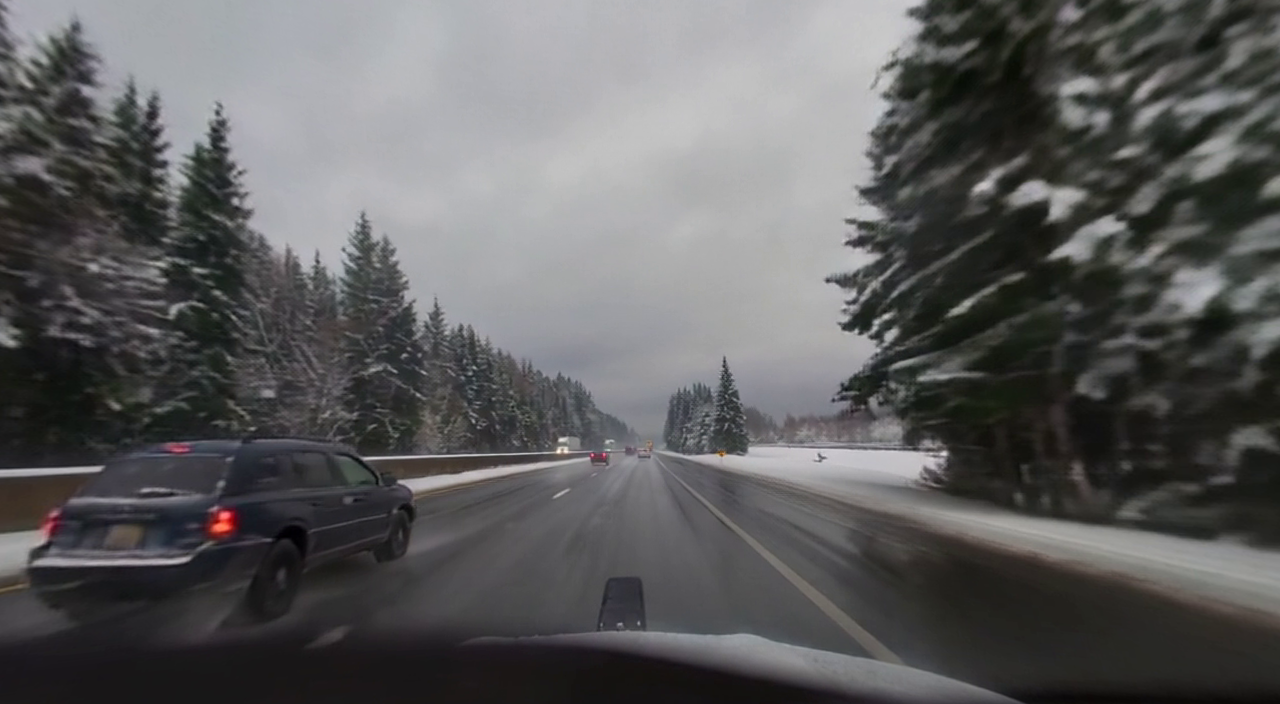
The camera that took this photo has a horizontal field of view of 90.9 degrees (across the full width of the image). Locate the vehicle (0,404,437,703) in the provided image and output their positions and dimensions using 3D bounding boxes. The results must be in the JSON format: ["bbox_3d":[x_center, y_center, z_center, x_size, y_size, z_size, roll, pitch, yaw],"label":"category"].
[{"bbox_3d":[-3.435,1.349,5.116,1.969,1.505,4.636,0,-9,1],"label":"vehicle"}]
